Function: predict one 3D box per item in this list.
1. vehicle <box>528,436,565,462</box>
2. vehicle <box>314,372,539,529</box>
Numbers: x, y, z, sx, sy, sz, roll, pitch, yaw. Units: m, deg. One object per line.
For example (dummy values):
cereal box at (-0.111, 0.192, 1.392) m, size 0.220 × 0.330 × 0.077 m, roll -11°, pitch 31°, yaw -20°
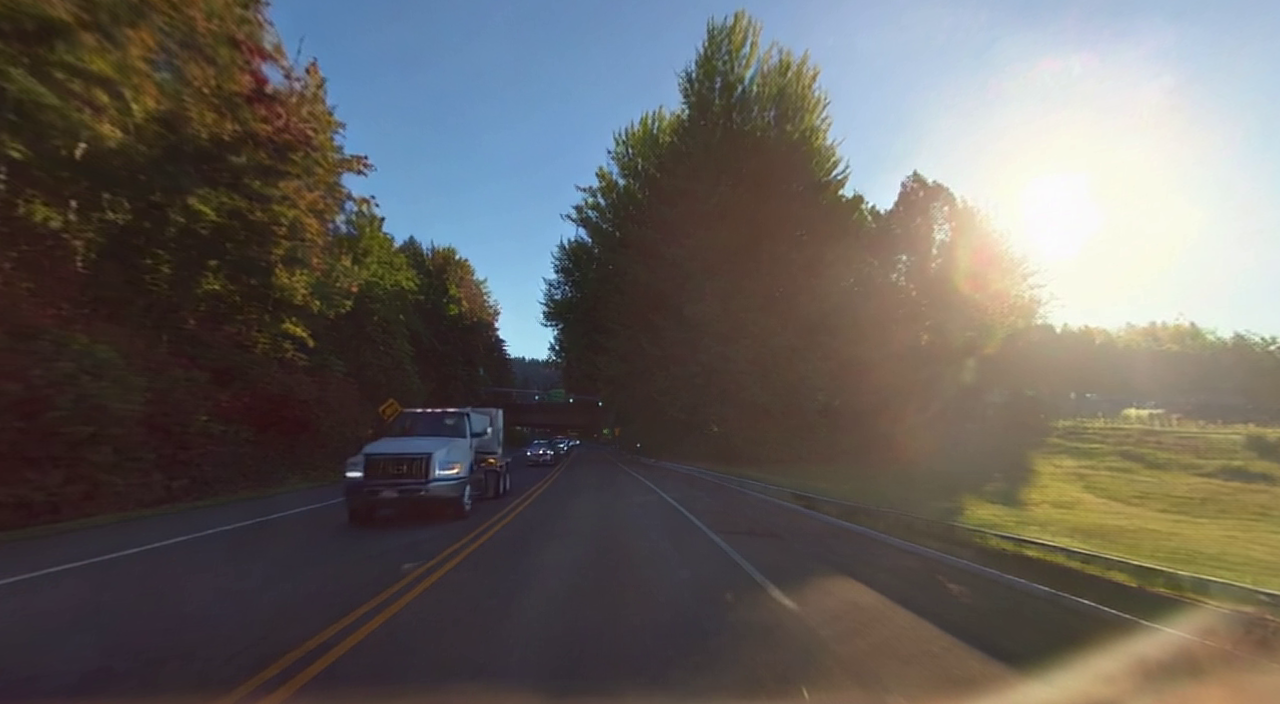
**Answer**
vehicle at (-6.526, 6.841, 44.578) m, size 2.096 × 1.705 × 4.352 m, roll 0°, pitch -8°, yaw -2°
vehicle at (-4.191, 2.252, 14.821) m, size 2.939 × 2.556 × 8.664 m, roll 1°, pitch -8°, yaw -5°
